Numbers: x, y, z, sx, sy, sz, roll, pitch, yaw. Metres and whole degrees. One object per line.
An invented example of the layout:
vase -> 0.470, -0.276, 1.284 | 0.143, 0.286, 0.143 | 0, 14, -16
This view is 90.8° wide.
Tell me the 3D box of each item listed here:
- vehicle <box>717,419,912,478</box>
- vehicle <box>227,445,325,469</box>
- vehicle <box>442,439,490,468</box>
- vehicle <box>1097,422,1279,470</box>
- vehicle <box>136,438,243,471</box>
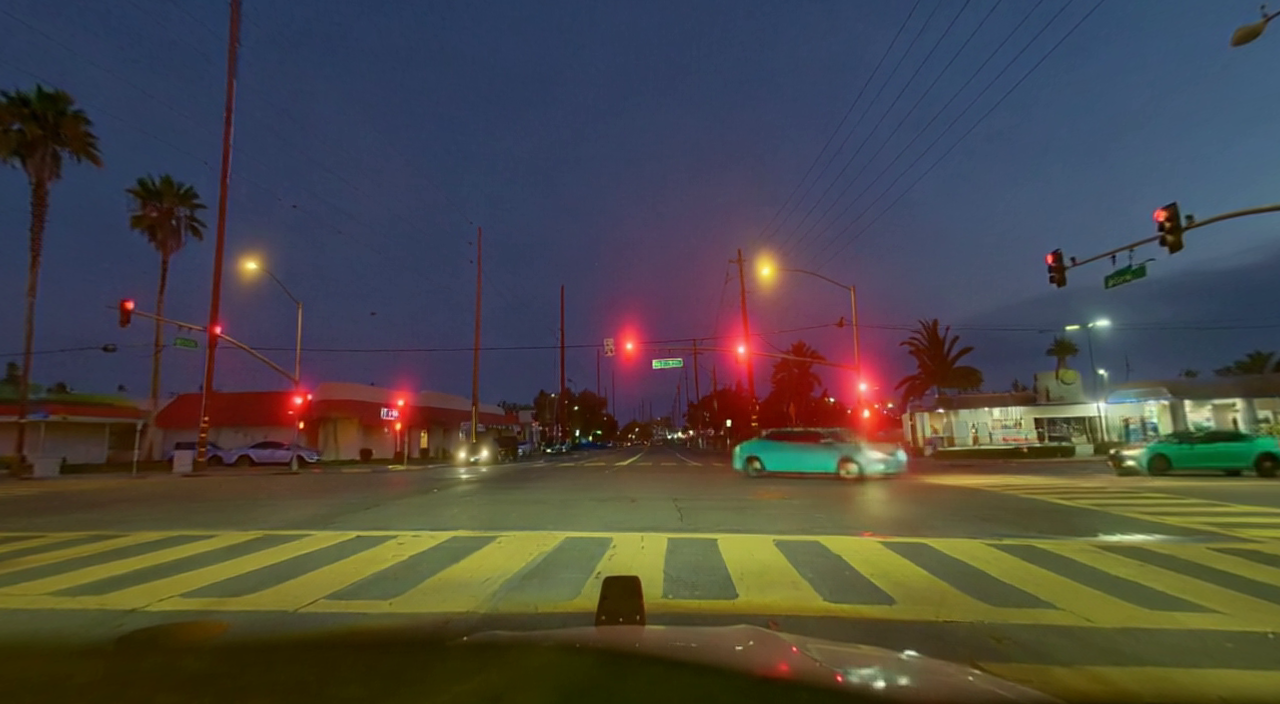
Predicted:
vehicle -> 4.974, 2.848, 18.675 | 2.223, 1.490, 5.094 | 8, -12, -43
vehicle -> -22.310, 6.429, 38.852 | 4.849, 1.444, 1.881 | 0, -8, 1
vehicle -> -11.968, 6.998, 43.777 | 2.016, 1.717, 4.287 | 0, -6, 1
vehicle -> 18.247, 3.077, 20.642 | 4.918, 1.479, 1.897 | -1, -9, 9
vehicle -> -25.920, 5.926, 36.458 | 4.613, 1.820, 2.021 | -1, -9, 3
